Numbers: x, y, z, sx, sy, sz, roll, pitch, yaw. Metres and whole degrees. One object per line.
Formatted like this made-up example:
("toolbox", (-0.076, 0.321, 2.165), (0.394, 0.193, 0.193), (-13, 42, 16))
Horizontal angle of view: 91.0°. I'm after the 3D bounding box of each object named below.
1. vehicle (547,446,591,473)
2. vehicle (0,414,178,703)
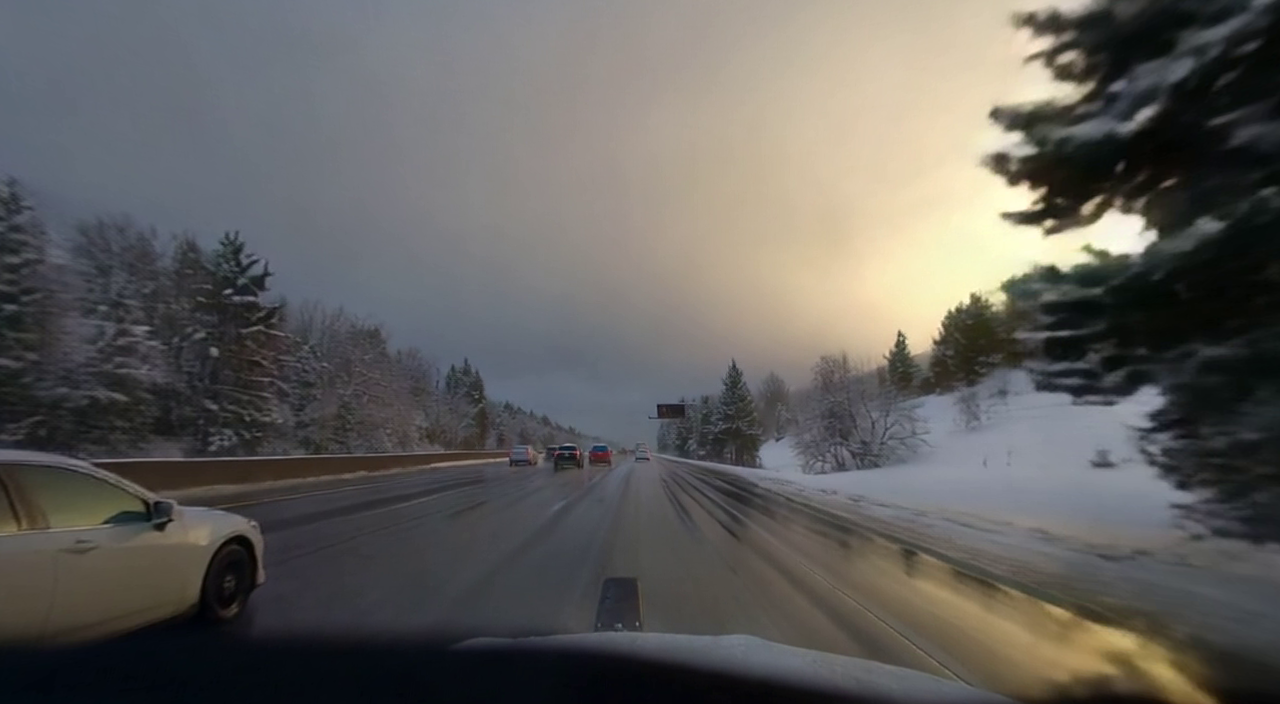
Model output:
("vehicle", (-4.140, 6.317, 37.259), (2.120, 1.458, 4.031), (0, -9, 1))
("vehicle", (-3.804, 0.833, 1.517), (1.965, 1.485, 4.460), (0, -9, 0))
